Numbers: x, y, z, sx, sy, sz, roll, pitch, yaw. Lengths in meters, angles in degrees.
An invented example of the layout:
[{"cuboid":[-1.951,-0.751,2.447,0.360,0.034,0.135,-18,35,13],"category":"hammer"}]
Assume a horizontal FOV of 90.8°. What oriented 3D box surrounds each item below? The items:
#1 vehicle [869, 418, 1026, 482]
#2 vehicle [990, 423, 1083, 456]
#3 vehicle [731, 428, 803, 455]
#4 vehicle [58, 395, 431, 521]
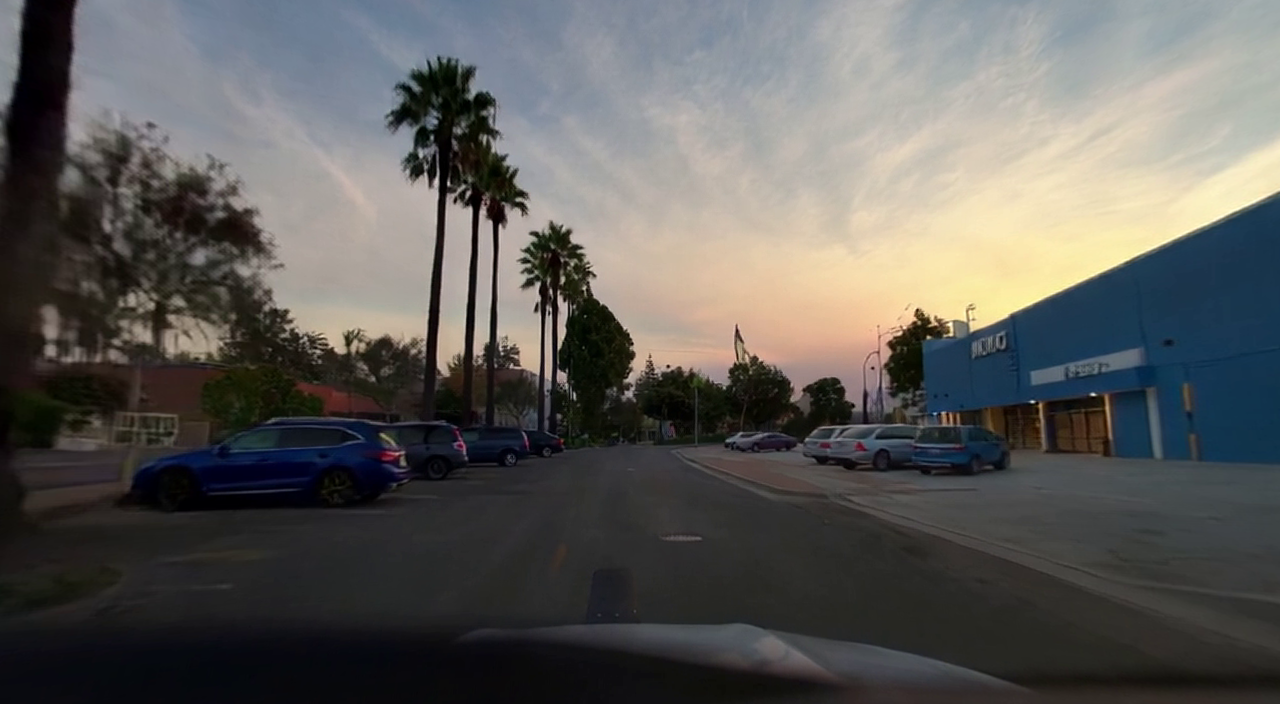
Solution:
[{"cuboid":[9.597,3.037,19.670,4.509,1.759,2.077,5,-10,-29],"category":"vehicle"},{"cuboid":[21.530,4.800,34.507,4.120,1.659,1.894,-5,-10,29],"category":"vehicle"},{"cuboid":[9.011,6.417,44.828,4.758,1.759,2.068,5,-11,-27],"category":"vehicle"},{"cuboid":[-6.810,1.899,11.624,5.210,1.834,2.281,5,-10,-29],"category":"vehicle"}]
